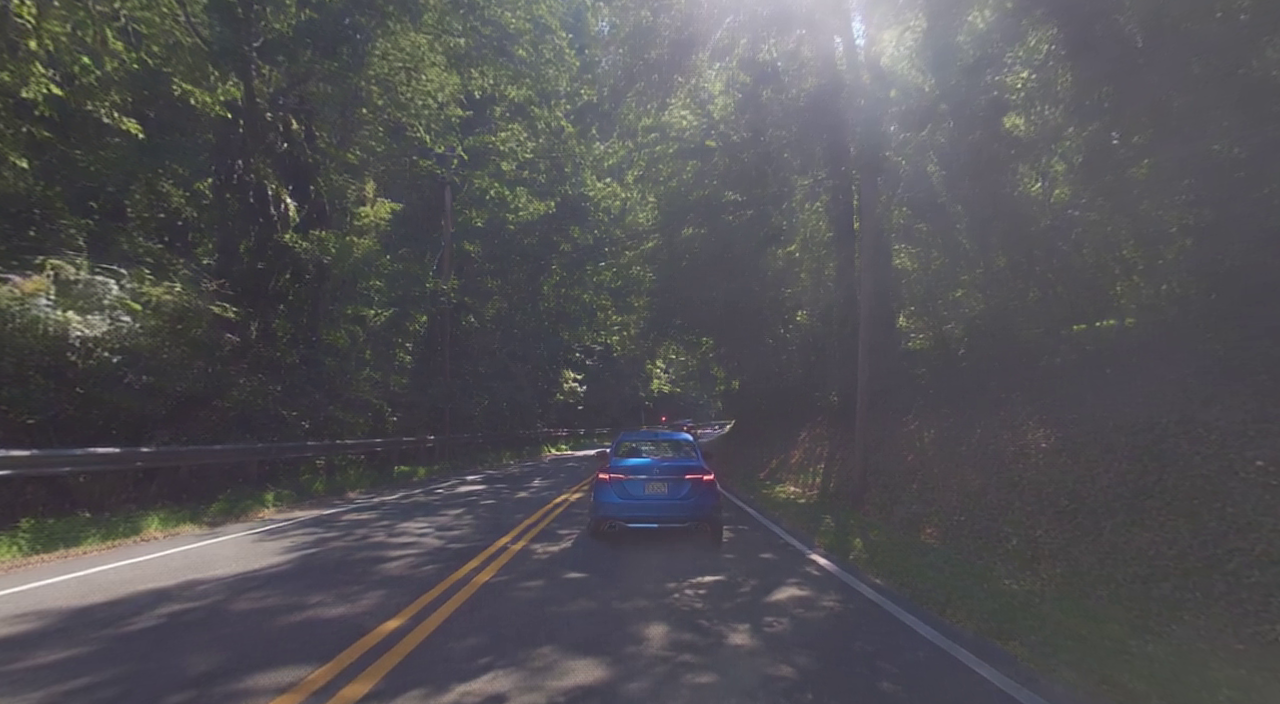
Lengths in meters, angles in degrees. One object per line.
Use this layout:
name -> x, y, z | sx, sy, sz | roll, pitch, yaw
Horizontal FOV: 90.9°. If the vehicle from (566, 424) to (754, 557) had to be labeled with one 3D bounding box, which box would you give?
vehicle -> 0.259, 1.896, 9.282 | 2.187, 1.533, 3.726 | 0, -8, 1
